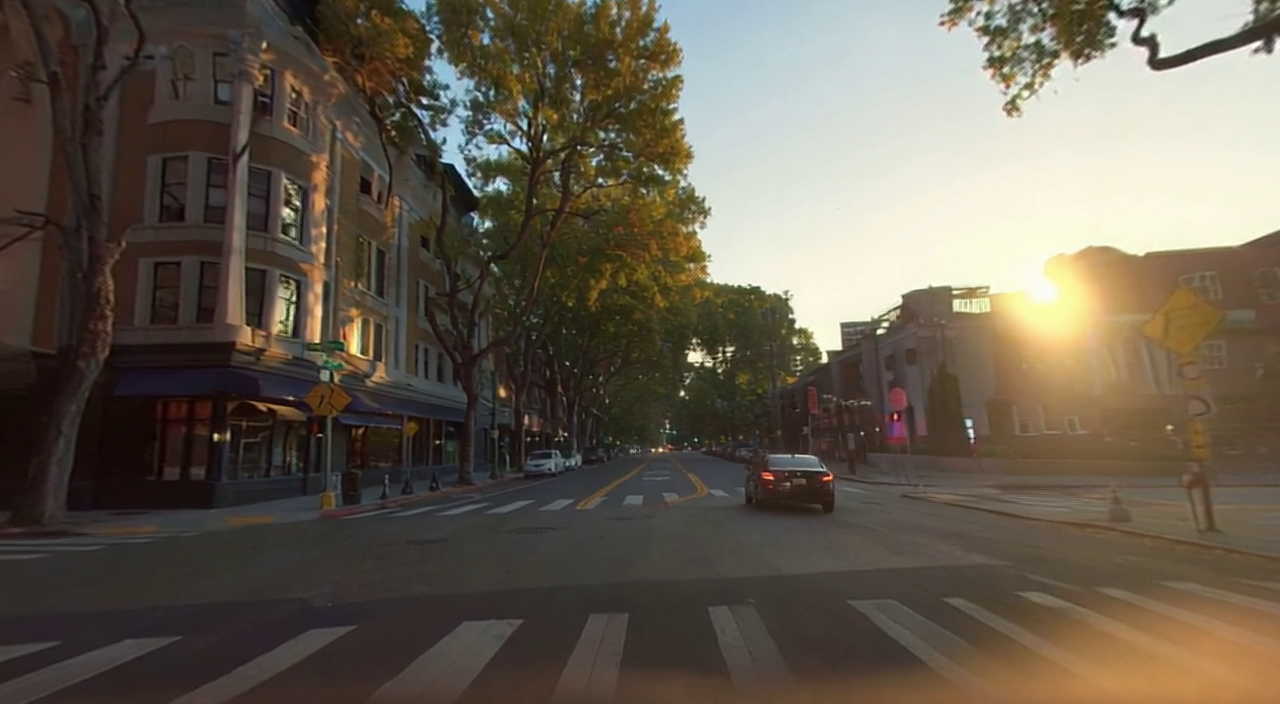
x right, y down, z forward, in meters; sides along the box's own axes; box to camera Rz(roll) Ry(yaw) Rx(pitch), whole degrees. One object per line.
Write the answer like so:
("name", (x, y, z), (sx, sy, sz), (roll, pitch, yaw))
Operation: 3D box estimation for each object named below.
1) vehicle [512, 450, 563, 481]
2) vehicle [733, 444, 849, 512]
("vehicle", (-5.733, 6.390, 35.699), (2.127, 1.533, 4.547), (-1, -8, 0))
("vehicle", (3.623, 3.077, 15.952), (2.014, 1.474, 4.090), (0, -8, 1))
